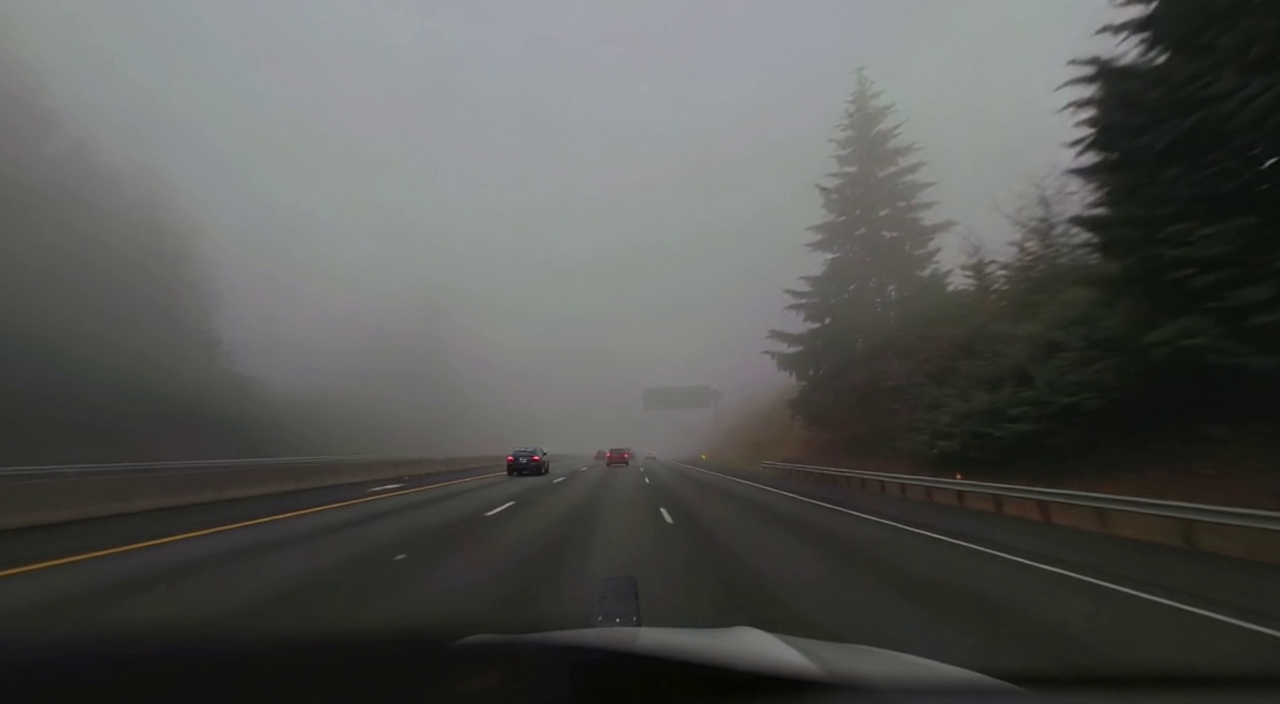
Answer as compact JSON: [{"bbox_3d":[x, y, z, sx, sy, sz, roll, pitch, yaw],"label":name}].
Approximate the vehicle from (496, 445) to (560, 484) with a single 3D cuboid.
[{"bbox_3d":[-4.846,4.939,27.828,2.028,1.563,4.734,0,-9,-1],"label":"vehicle"}]
